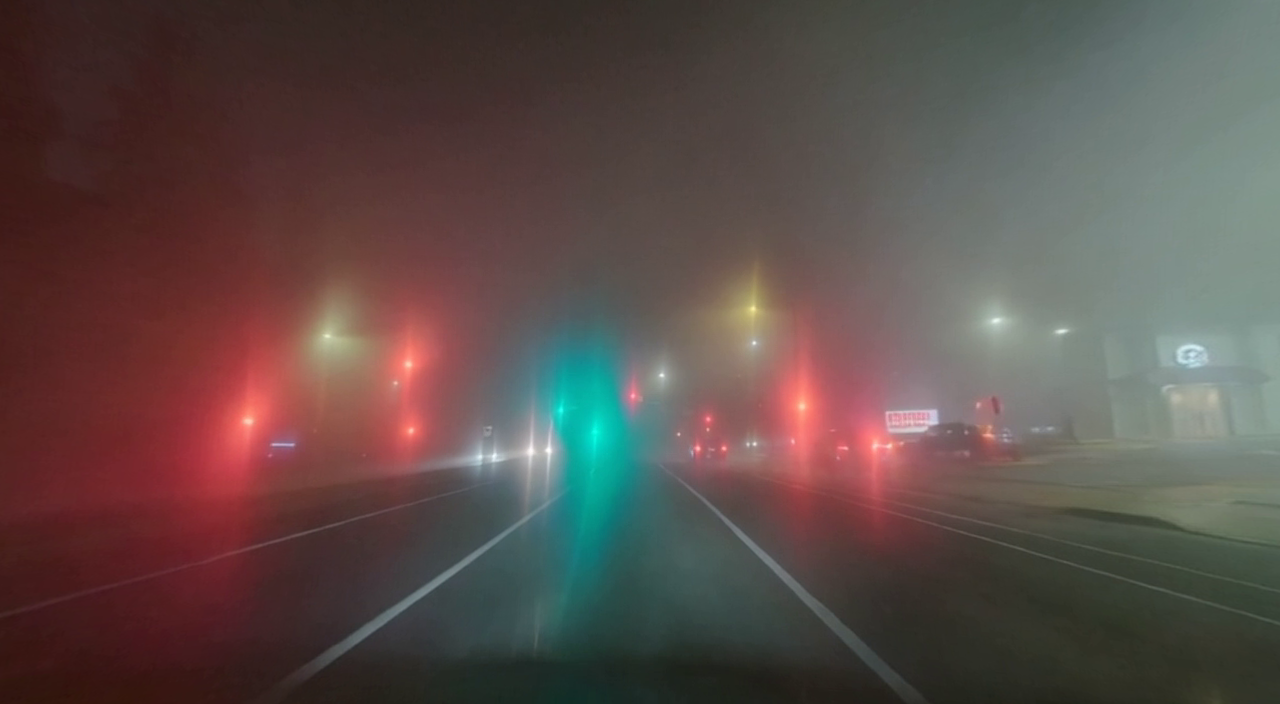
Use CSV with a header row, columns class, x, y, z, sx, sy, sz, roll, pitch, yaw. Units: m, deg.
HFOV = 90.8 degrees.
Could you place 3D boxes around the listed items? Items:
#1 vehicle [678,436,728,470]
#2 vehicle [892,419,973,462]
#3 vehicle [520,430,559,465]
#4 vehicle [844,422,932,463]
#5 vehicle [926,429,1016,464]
class,x,y,z,sx,sy,sz,roll,pitch,yaw
vehicle,3.037,4.986,31.395,1.961,1.580,4.020,0,-8,-2
vehicle,14.780,4.420,31.776,2.067,1.818,4.779,-11,-11,42
vehicle,-6.463,6.089,40.524,2.270,2.068,5.517,1,-8,-10
vehicle,13.350,4.837,33.833,5.115,1.997,2.279,6,-11,-43
vehicle,14.944,4.241,28.501,3.552,1.484,1.883,4,-9,-29
